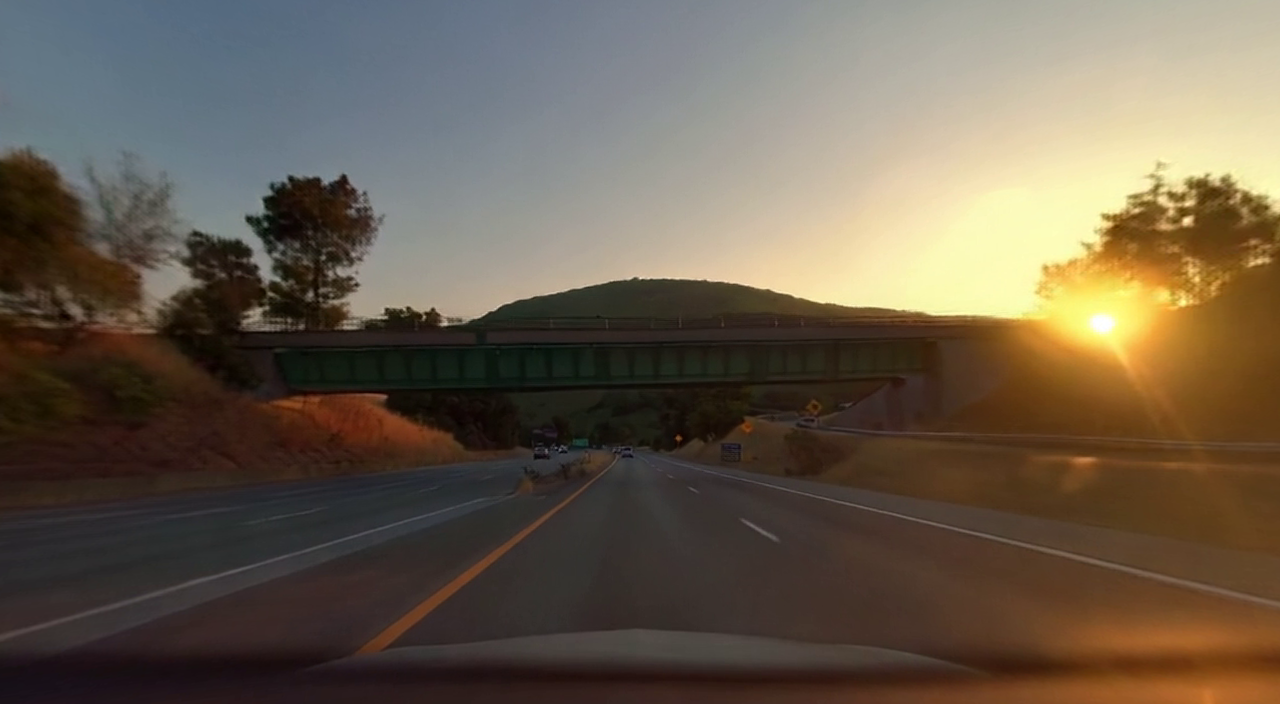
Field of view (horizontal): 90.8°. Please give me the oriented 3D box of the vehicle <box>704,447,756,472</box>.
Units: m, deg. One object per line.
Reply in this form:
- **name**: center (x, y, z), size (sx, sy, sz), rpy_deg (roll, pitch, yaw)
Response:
- **vehicle**: center (6.560, 7.908, 46.860), size (2.406, 1.702, 6.765), rpy_deg (1, -9, -4)
